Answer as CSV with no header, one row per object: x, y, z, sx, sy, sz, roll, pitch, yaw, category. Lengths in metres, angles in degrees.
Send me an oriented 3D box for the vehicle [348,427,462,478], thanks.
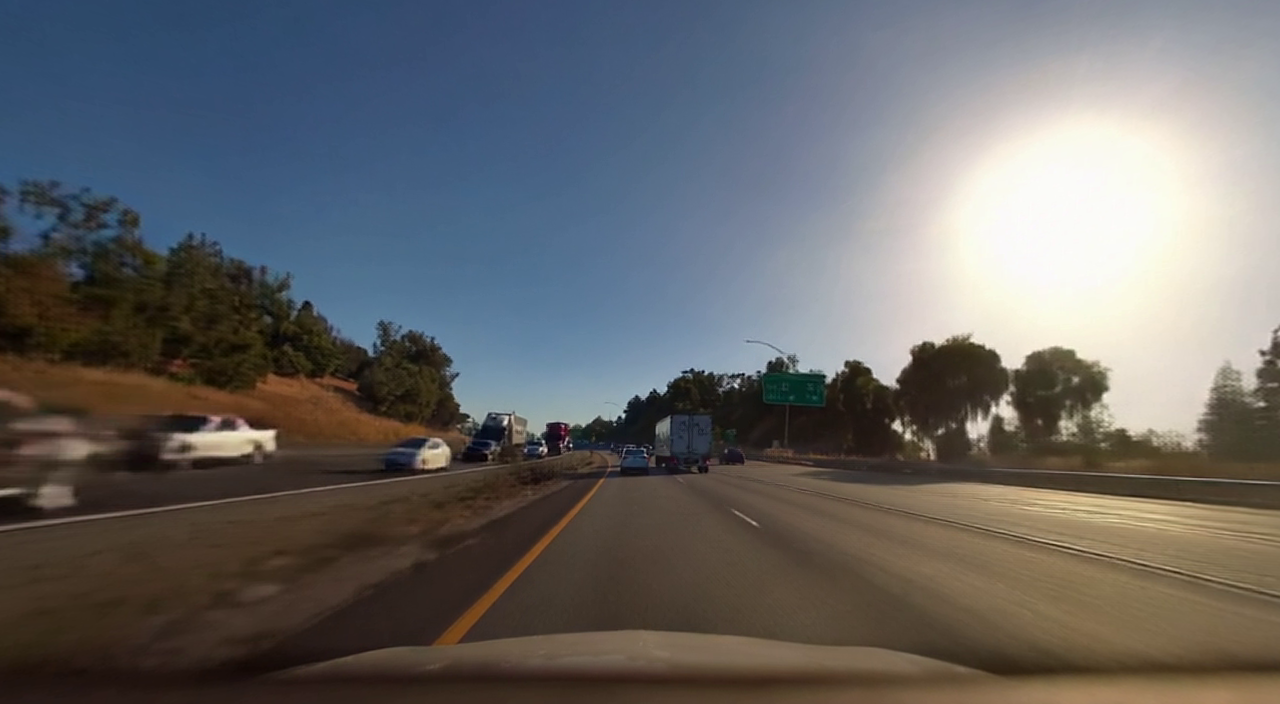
-7.327,3.221,20.191,2.013,1.439,4.317,0,-9,0,vehicle

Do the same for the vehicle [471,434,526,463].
-7.775,5.372,35.161,1.958,1.489,4.997,0,-9,-1,vehicle

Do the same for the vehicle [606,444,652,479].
-0.553,5.371,31.139,2.111,1.599,3.859,0,-9,-1,vehicle

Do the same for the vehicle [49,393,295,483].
-11.748,2.298,16.548,2.299,1.960,5.379,0,-9,0,vehicle

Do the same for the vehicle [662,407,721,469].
3.551,6.586,47.300,2.931,4.009,12.800,0,-9,-2,vehicle
